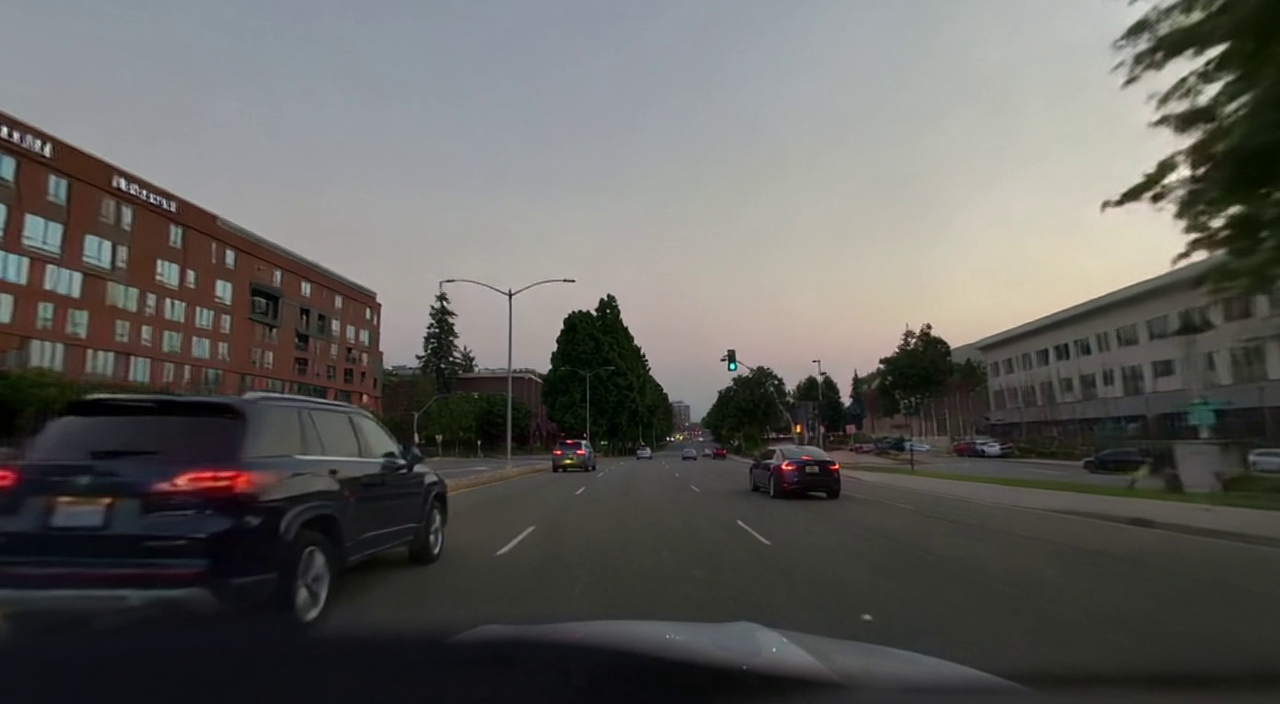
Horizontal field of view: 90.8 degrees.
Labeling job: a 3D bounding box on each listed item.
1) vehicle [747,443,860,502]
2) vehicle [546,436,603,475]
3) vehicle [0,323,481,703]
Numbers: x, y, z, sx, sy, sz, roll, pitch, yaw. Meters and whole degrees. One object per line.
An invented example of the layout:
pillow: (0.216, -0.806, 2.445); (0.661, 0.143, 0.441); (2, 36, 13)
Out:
vehicle: (4.519, 3.375, 18.249); (1.960, 1.471, 4.378); (0, -8, -2)
vehicle: (-3.294, 5.340, 32.758); (2.305, 1.833, 4.912); (0, -8, 1)
vehicle: (-3.305, 1.187, 5.501); (2.450, 1.866, 5.416); (0, -8, 0)
